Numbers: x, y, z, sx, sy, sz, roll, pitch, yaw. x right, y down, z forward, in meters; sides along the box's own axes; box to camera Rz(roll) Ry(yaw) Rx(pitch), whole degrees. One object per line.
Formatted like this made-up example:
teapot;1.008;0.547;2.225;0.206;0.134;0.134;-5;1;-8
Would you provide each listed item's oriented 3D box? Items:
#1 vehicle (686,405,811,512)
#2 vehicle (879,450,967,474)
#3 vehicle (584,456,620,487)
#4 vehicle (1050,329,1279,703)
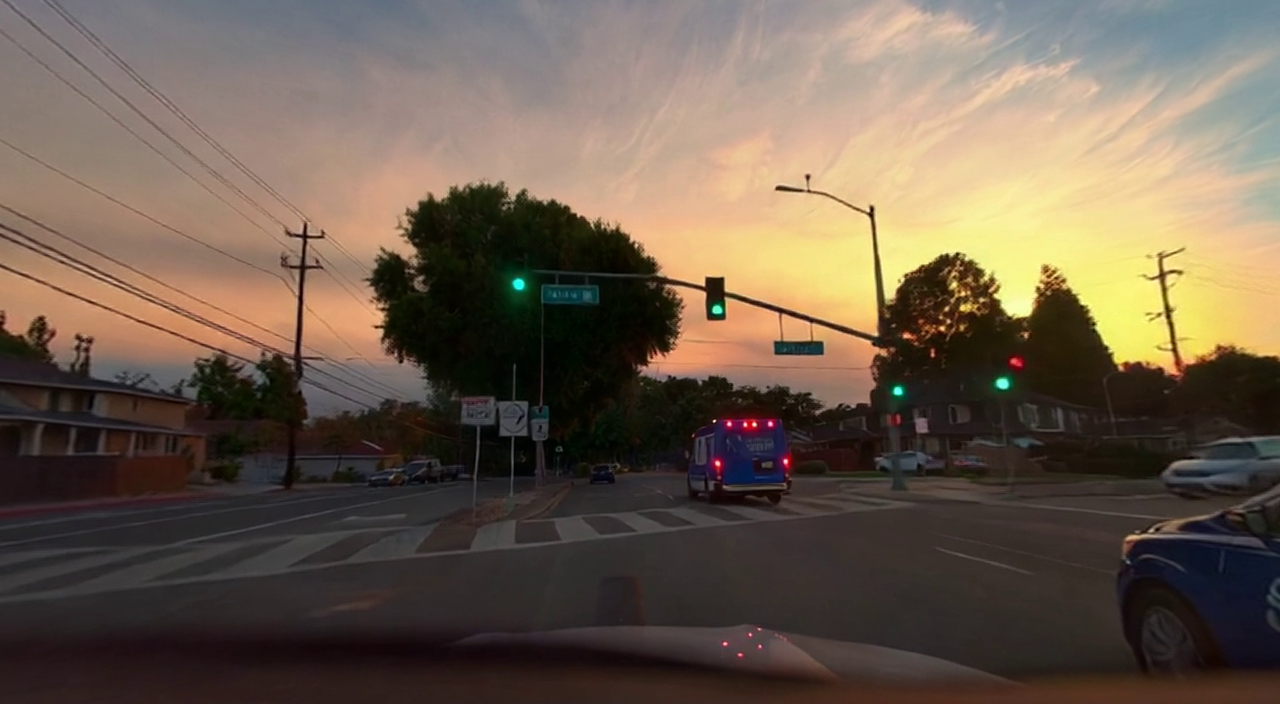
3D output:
vehicle;2.990;3.130;19.033;2.406;2.687;5.521;0;-8;-4
vehicle;18.335;7.101;40.971;4.868;1.455;2.054;-5;-10;31
vehicle;-2.389;7.349;39.070;2.114;1.707;3.725;0;-8;-5
vehicle;4.262;0.733;2.306;2.194;1.922;4.822;0;-8;-1
